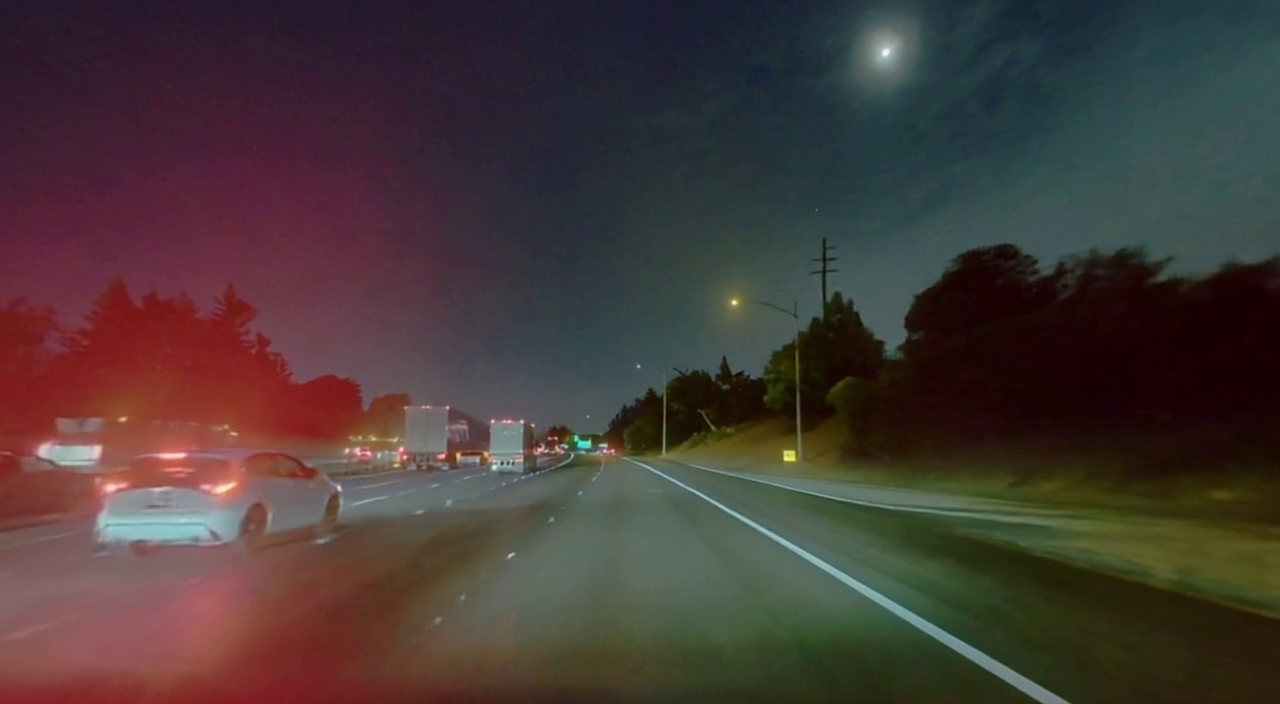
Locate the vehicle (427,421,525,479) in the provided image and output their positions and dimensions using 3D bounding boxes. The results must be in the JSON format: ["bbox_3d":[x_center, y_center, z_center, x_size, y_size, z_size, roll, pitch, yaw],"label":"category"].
[{"bbox_3d":[-9.036,5.678,37.030,3.270,2.674,14.547,0,-8,-6],"label":"vehicle"}]

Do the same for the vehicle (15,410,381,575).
[{"bbox_3d":[-5.986,1.944,9.735,2.093,1.785,5.303,0,-8,-4],"label":"vehicle"}]
